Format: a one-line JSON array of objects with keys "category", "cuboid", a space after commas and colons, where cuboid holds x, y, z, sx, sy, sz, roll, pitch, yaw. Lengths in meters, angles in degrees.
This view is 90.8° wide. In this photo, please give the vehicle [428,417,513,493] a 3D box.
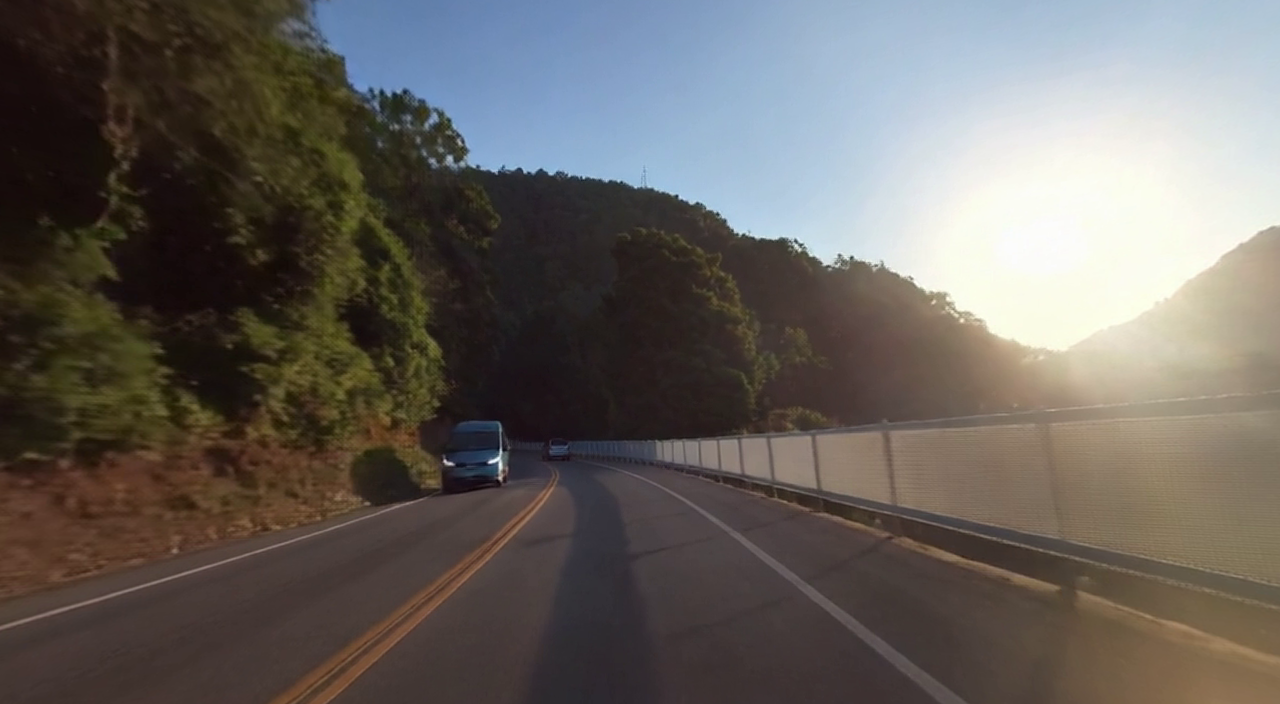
[{"category": "vehicle", "cuboid": [-6.145, 3.796, 23.595, 2.373, 2.488, 5.160, 1, -9, -8]}]
